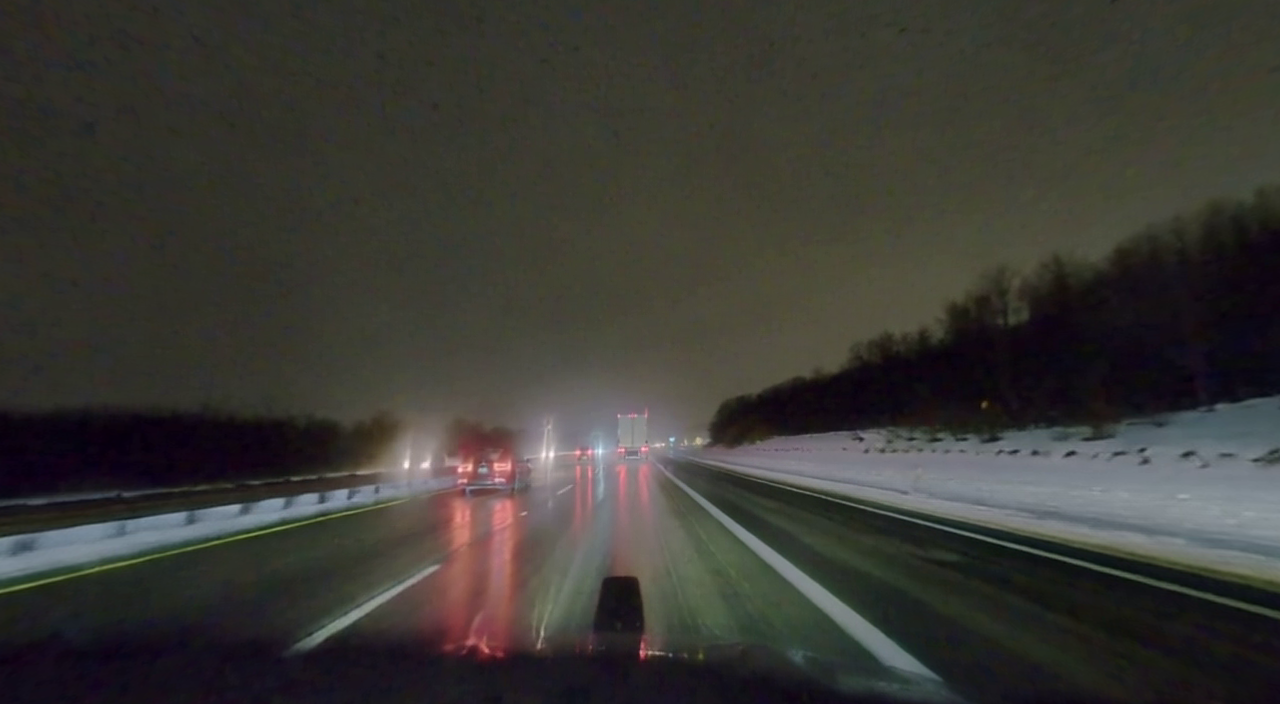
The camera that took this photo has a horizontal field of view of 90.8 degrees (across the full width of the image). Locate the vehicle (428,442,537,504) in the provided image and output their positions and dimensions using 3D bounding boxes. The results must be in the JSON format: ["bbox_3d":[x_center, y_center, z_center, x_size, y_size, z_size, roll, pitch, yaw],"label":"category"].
[{"bbox_3d":[-4.226,3.319,17.697,1.978,1.507,4.062,0,-9,0],"label":"vehicle"}]
